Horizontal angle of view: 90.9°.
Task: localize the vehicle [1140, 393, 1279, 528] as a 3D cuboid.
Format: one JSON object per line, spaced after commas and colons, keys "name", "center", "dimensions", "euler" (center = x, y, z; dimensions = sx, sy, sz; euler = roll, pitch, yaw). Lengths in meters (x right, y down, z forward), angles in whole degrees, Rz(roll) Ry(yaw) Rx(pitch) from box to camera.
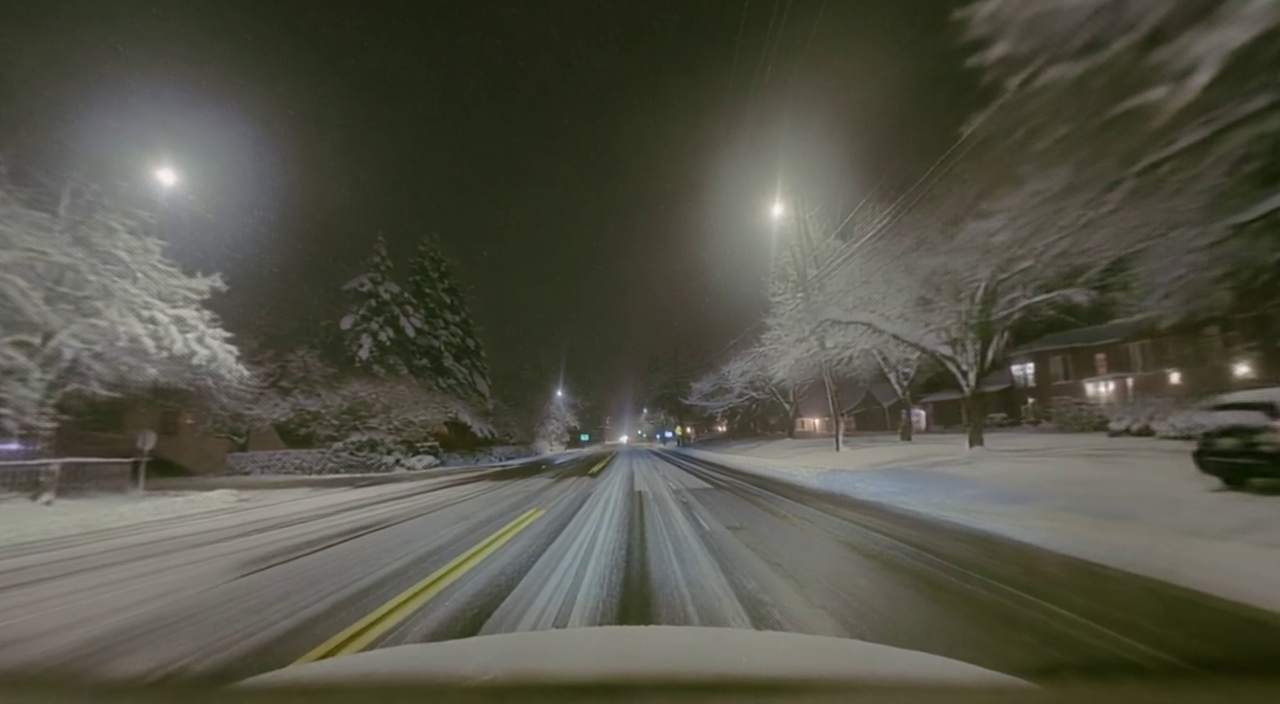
{"name": "vehicle", "center": [11.301, 1.683, 10.236], "dimensions": [4.382, 1.963, 2.148], "euler": [-1, -7, 3]}
